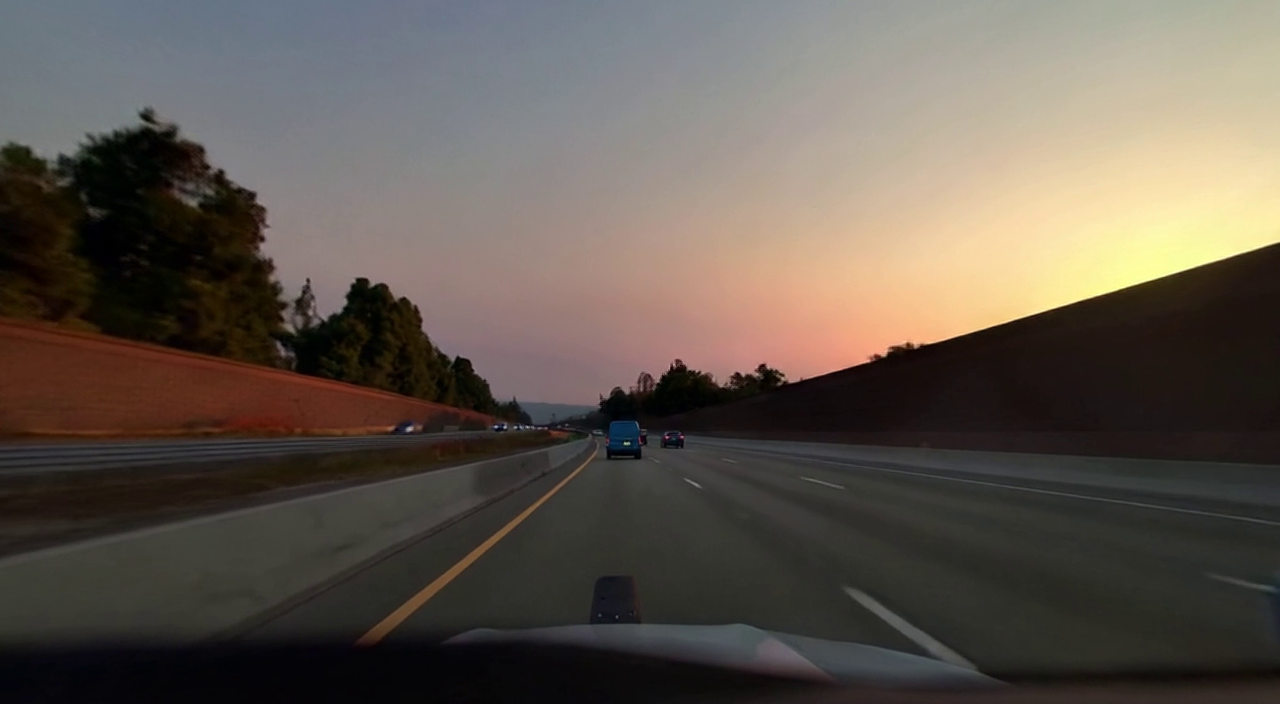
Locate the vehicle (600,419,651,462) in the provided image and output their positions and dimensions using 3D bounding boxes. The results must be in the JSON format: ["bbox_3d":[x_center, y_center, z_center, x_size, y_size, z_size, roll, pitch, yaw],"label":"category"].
[{"bbox_3d":[-0.789,4.468,31.809,2.403,1.994,4.683,0,-8,-3],"label":"vehicle"}]

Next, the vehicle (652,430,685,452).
[{"bbox_3d":[2.079,6.618,47.019,1.996,1.589,3.715,1,-8,-4],"label":"vehicle"}]
